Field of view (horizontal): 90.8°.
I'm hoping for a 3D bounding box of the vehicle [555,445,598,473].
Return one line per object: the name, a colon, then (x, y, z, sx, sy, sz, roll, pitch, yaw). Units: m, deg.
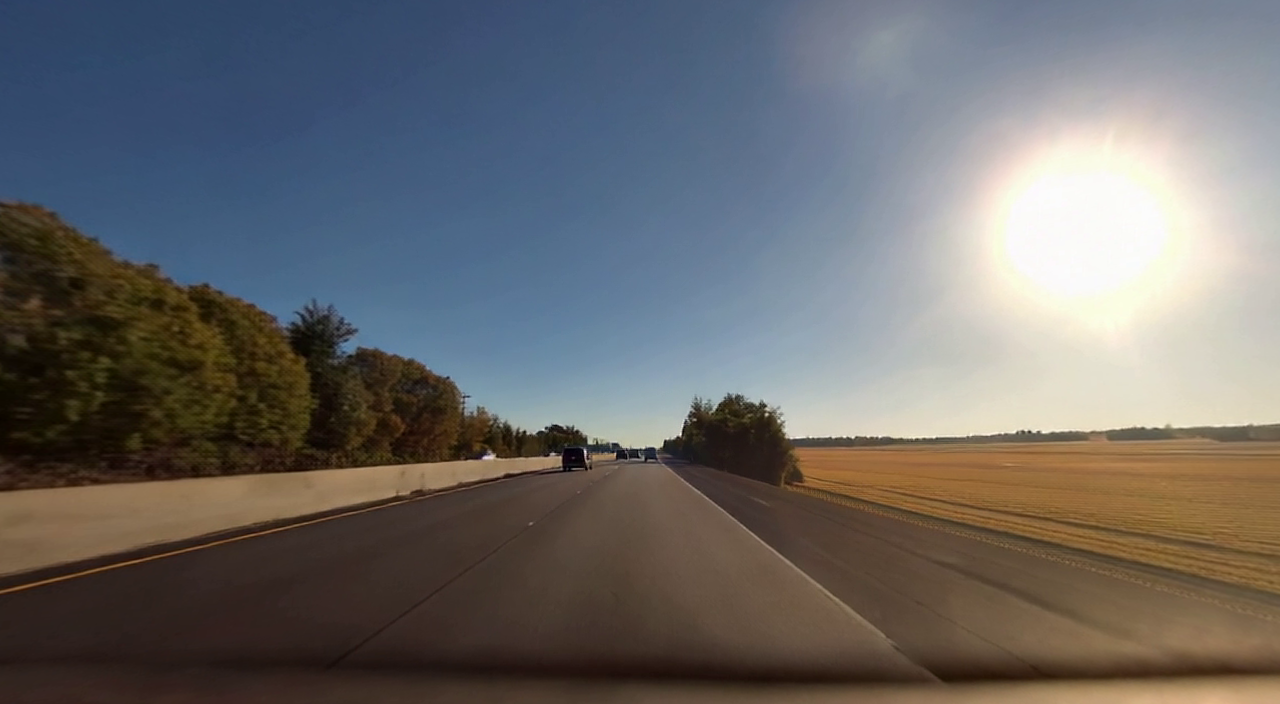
vehicle: (-4.026, 6.879, 40.821, 2.188, 1.692, 4.623, 0, -9, 2)
